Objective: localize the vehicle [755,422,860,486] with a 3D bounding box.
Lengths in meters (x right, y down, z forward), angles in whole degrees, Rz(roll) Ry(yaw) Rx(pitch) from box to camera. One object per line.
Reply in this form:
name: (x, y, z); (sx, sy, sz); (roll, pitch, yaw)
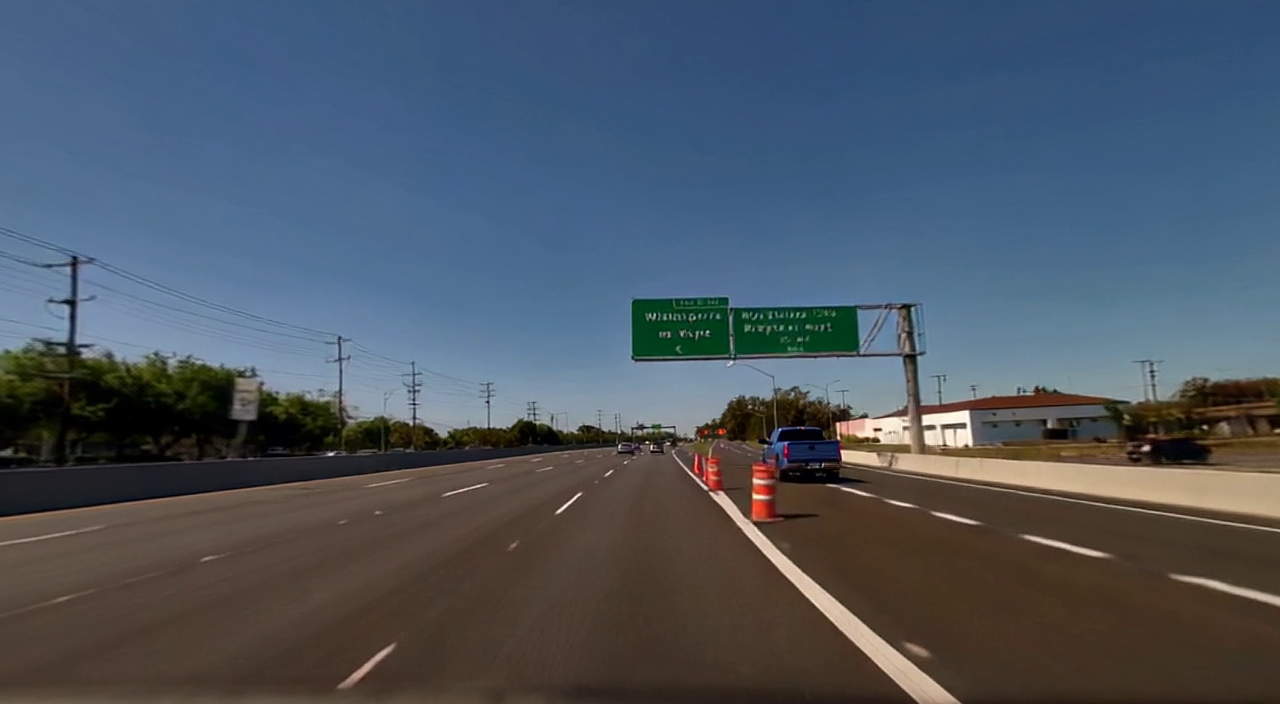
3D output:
vehicle: (5.362, 3.347, 20.992); (2.186, 1.840, 5.289); (0, -8, 2)
